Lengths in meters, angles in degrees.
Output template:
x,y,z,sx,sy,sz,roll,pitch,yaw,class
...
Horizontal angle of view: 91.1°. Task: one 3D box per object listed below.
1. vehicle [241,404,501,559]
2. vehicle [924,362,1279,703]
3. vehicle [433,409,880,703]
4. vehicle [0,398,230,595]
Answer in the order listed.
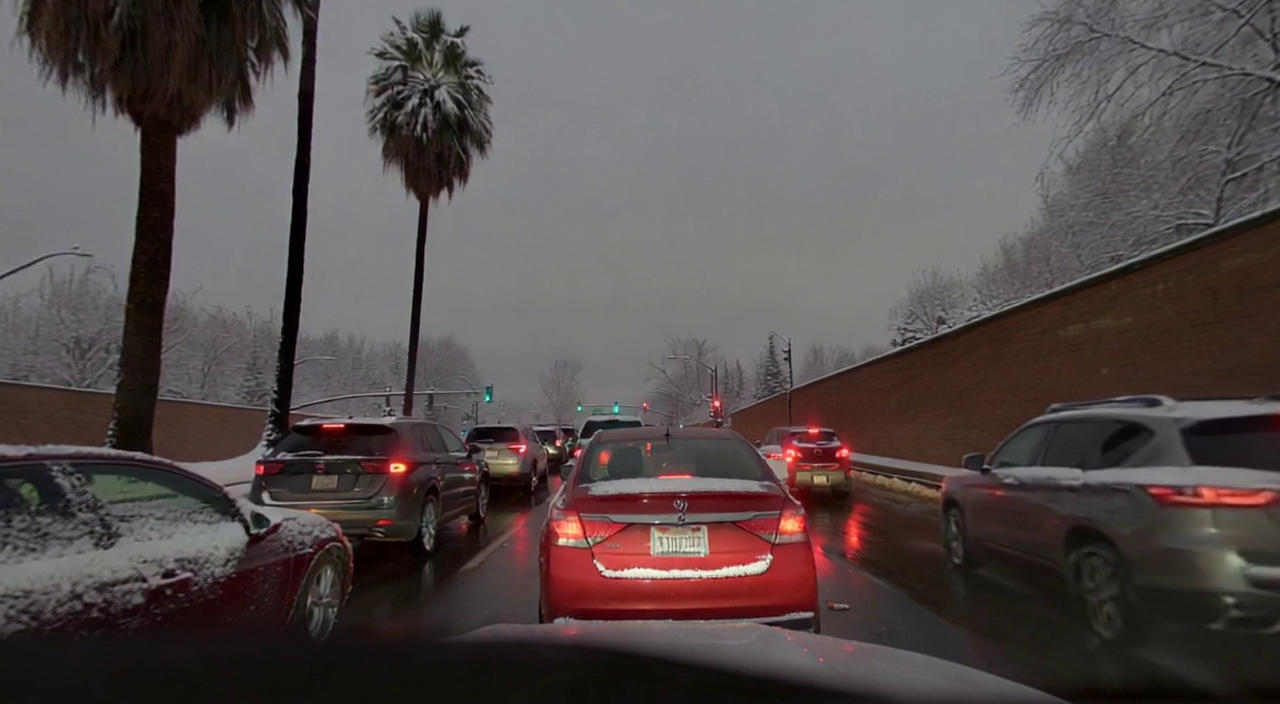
x,y,z,sx,sy,sz,roll,pitch,yaw,class
-3.519,1.773,9.270,2.055,1.746,4.136,0,-8,-2,vehicle
3.930,1.201,4.857,2.112,1.717,4.432,-2,-9,11,vehicle
0.045,1.335,5.196,2.128,1.473,4.272,0,-8,-1,vehicle
-6.675,1.404,6.386,1.963,1.721,4.662,0,-8,-2,vehicle
